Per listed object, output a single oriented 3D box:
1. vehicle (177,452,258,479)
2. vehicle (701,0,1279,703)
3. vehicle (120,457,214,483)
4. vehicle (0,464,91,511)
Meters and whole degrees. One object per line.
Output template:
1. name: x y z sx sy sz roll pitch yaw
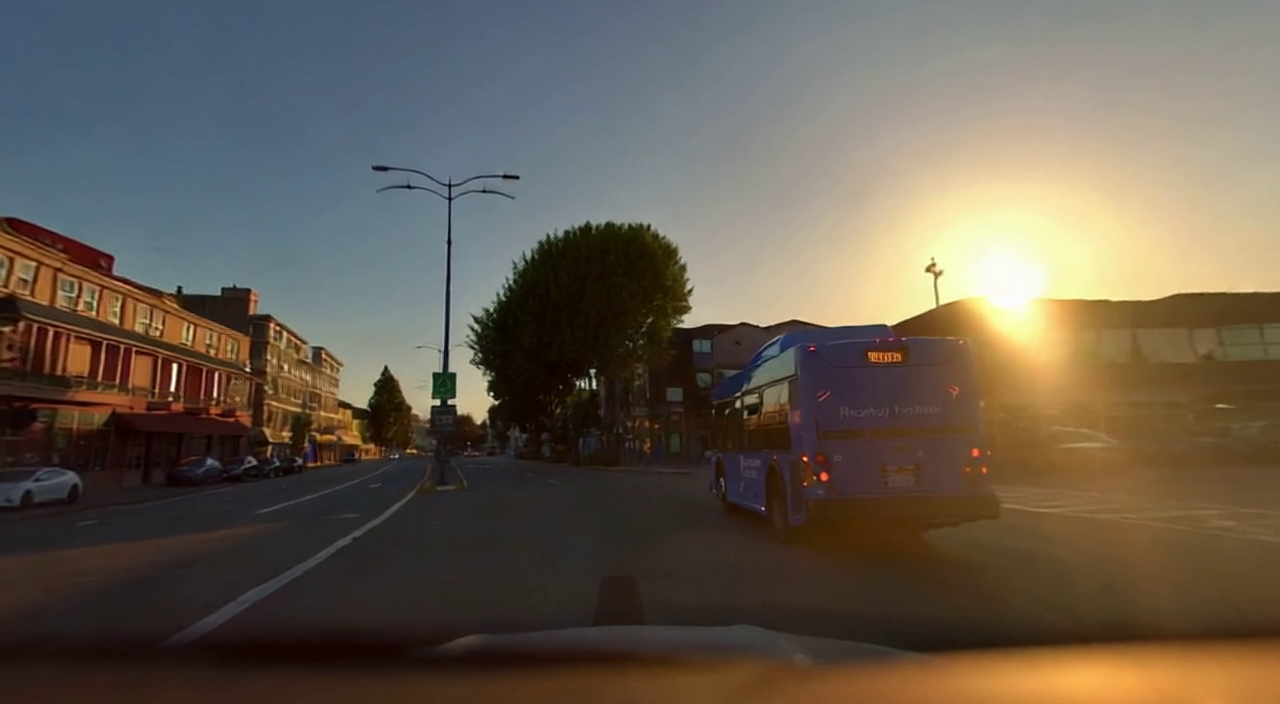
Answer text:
1. vehicle: -30.469 8.160 45.689 4.392 1.800 1.902 2 -8 -13
2. vehicle: 2.763 0.225 3.803 3.194 3.345 12.428 0 -8 -2
3. vehicle: -30.243 7.532 40.612 4.592 1.474 1.880 5 -9 -31
4. vehicle: -23.017 4.902 22.890 4.384 1.500 1.864 5 -10 -32
